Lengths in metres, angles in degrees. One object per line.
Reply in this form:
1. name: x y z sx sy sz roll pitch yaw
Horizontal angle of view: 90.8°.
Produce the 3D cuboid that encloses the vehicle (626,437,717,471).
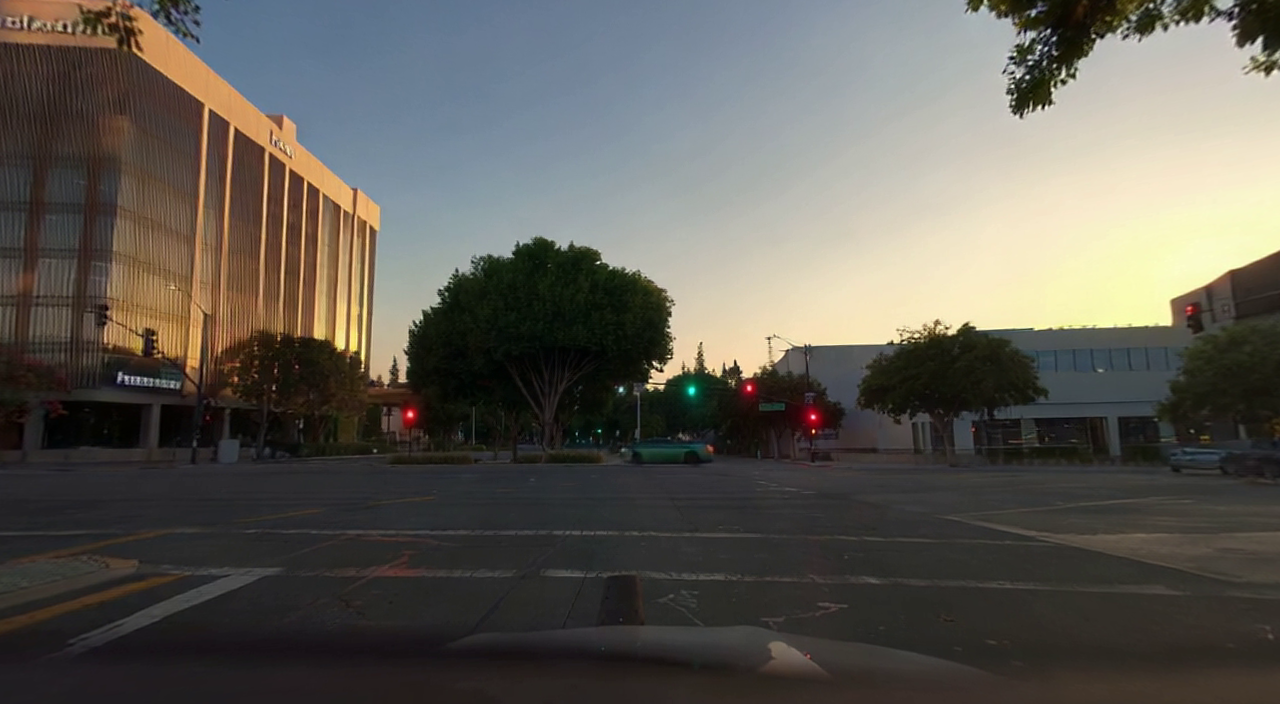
1. vehicle: 1.611 5.460 33.888 4.639 1.699 2.030 0 -9 -4
